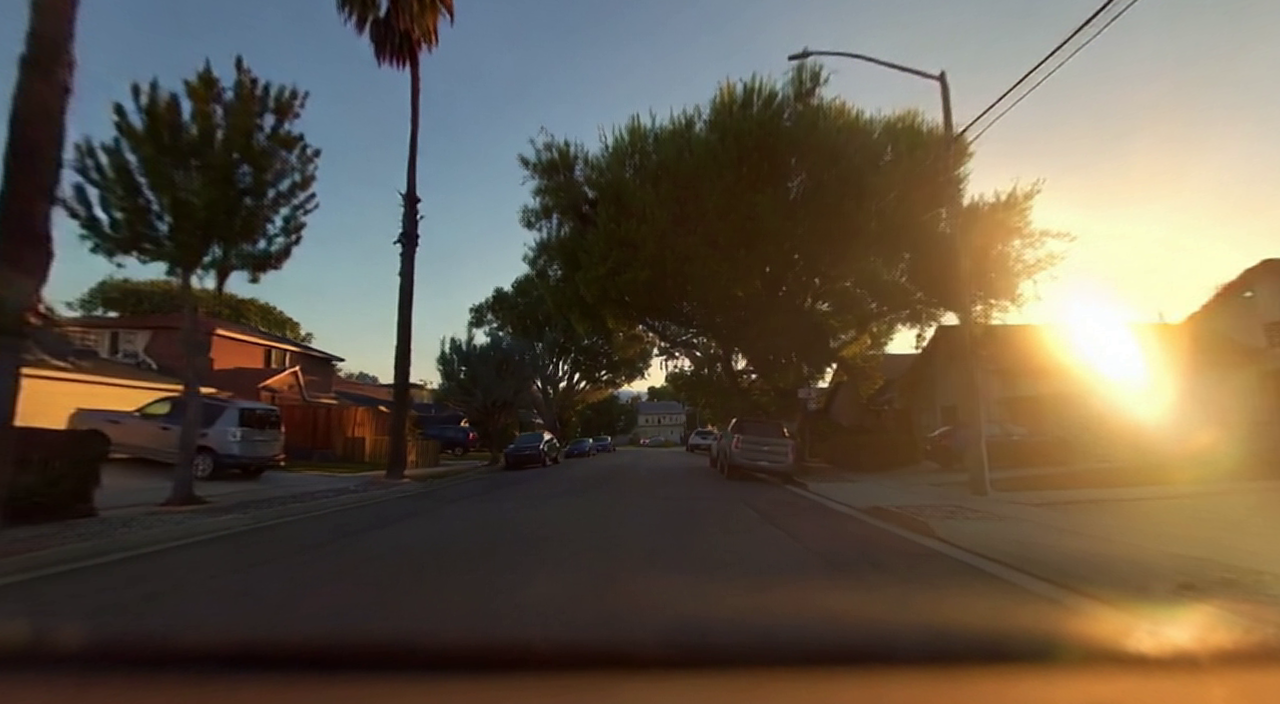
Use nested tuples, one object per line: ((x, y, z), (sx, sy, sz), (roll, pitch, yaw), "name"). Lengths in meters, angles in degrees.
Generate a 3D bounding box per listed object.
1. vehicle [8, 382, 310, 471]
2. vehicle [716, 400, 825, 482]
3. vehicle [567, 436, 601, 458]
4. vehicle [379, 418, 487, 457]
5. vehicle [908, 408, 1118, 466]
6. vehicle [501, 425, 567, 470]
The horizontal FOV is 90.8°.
((-11.346, 1.818, 15.300), (5.340, 1.948, 2.398), (0, -8, 2), "vehicle")
((3.661, 2.683, 19.061), (2.184, 2.038, 6.212), (0, -8, 2), "vehicle")
((-4.052, 6.971, 46.244), (2.080, 1.479, 4.531), (0, -10, 0), "vehicle")
((-11.016, 4.587, 33.935), (4.991, 1.947, 2.329), (0, -8, -1), "vehicle")
((10.243, 2.371, 17.675), (4.643, 1.520, 1.826), (0, -8, 4), "vehicle")
((-4.587, 4.185, 28.121), (2.147, 1.823, 4.725), (0, -7, 0), "vehicle")
